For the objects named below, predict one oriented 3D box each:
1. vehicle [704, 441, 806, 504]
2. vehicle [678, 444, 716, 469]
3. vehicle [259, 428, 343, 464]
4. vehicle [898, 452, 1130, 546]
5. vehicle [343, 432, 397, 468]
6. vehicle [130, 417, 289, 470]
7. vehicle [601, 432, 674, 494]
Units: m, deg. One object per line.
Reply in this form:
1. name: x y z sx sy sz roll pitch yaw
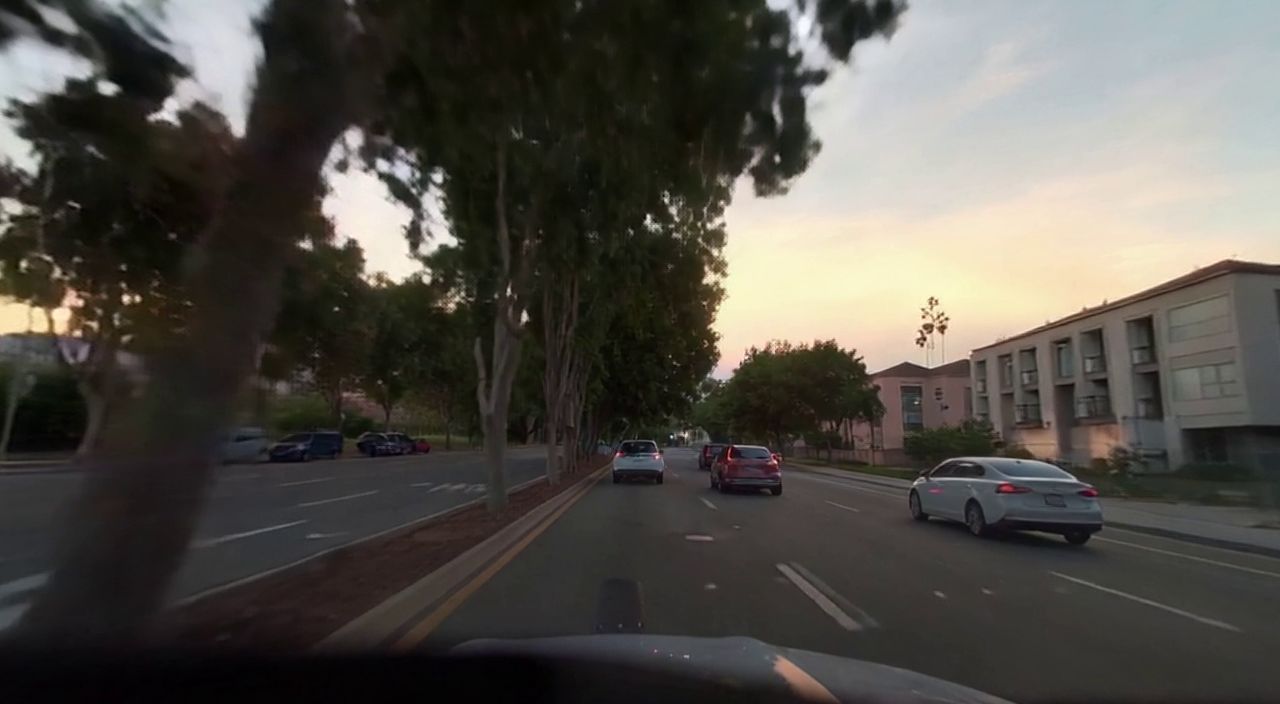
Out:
1. vehicle: 2.968 3.202 17.178 1.932 1.510 4.168 0 -8 -1
2. vehicle: 3.602 6.693 40.422 2.012 1.462 4.163 0 -8 -1
3. vehicle: -18.567 5.190 34.646 1.915 1.824 4.760 0 -8 1
4. vehicle: 7.030 2.762 12.480 1.944 1.458 4.268 0 -8 -1
5. vehicle: -13.218 4.808 30.905 2.161 1.642 4.587 3 -9 -21
6. vehicle: -18.748 4.077 27.955 2.226 2.019 6.809 0 -8 0
7. vehicle: -0.056 3.370 19.413 2.008 1.674 4.239 0 -8 0
